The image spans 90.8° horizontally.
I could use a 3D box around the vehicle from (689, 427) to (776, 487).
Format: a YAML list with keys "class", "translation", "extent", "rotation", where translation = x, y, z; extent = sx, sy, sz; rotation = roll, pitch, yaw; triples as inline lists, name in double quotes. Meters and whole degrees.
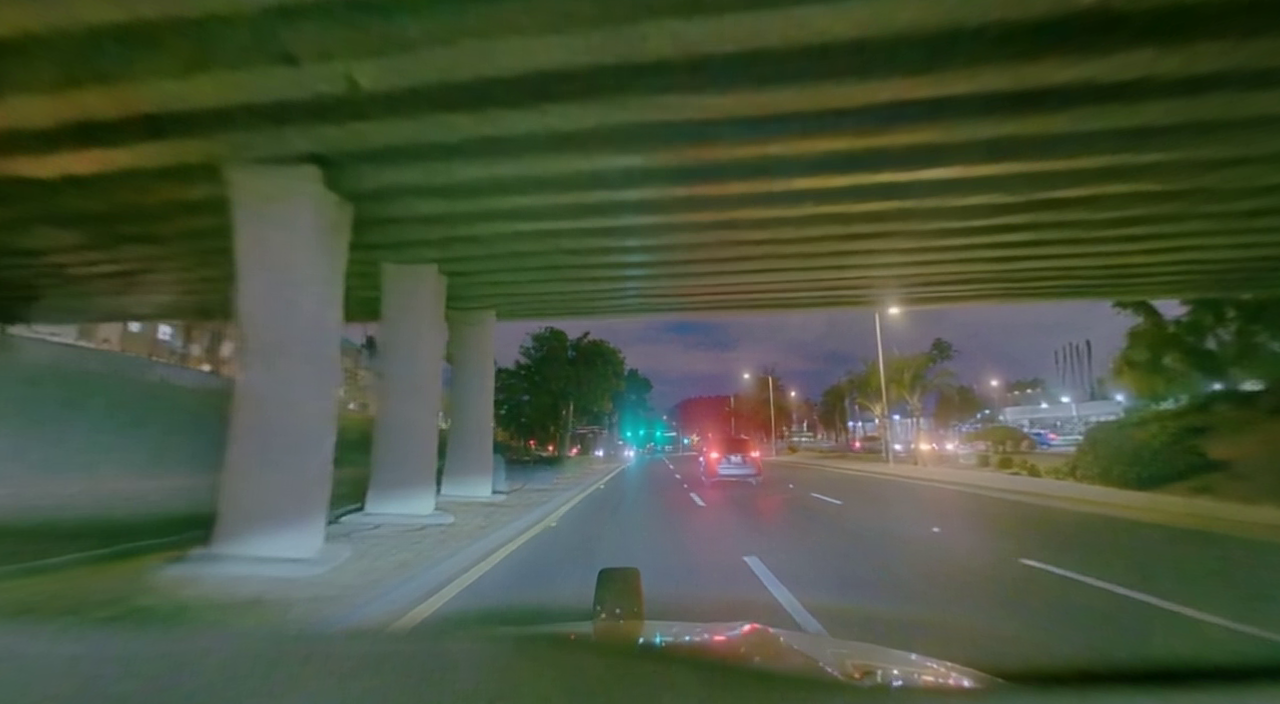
- class: "vehicle"
  translation: [3.316, 3.952, 24.065]
  extent: [2.559, 2.017, 5.562]
  rotation: [0, -9, 1]
